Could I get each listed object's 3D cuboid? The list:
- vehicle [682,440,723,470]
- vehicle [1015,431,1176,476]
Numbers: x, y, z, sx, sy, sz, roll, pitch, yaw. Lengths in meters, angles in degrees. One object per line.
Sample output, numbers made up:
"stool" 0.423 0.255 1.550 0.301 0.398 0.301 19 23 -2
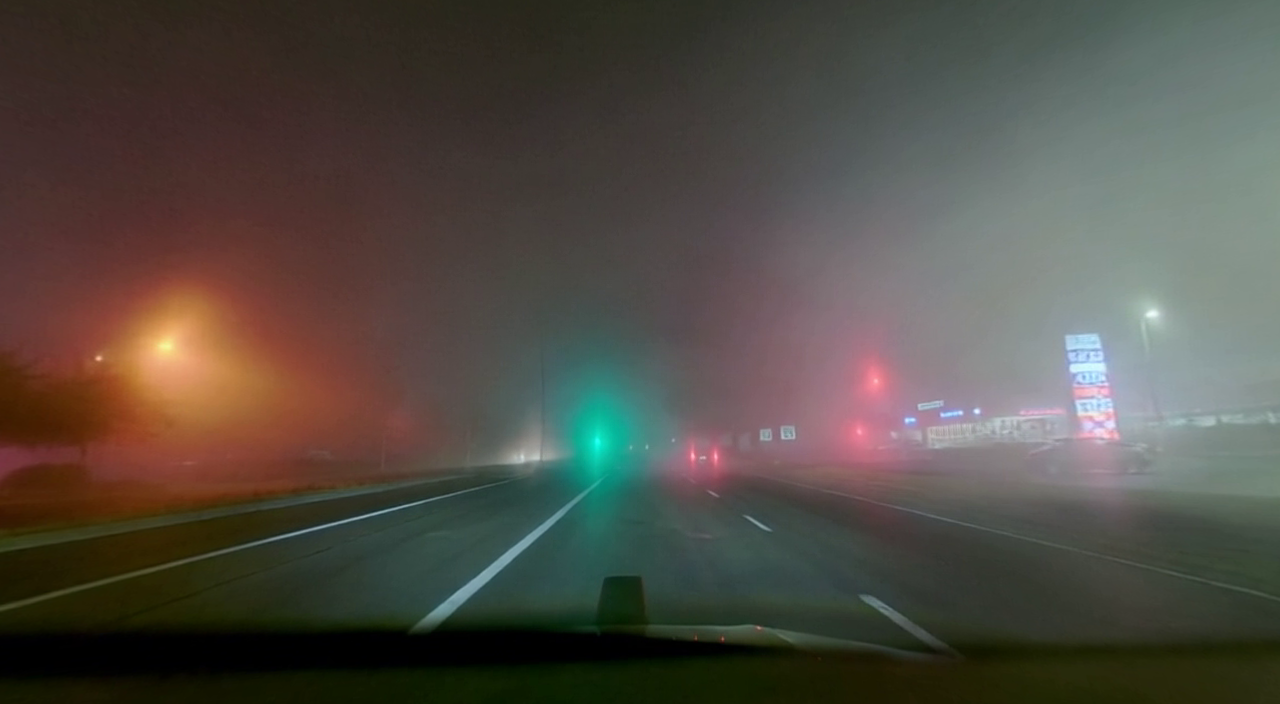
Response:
"vehicle" 3.801 6.354 39.091 2.007 1.683 4.171 0 -8 -1
"vehicle" 16.787 3.752 23.429 4.233 1.562 2.143 0 -8 1
